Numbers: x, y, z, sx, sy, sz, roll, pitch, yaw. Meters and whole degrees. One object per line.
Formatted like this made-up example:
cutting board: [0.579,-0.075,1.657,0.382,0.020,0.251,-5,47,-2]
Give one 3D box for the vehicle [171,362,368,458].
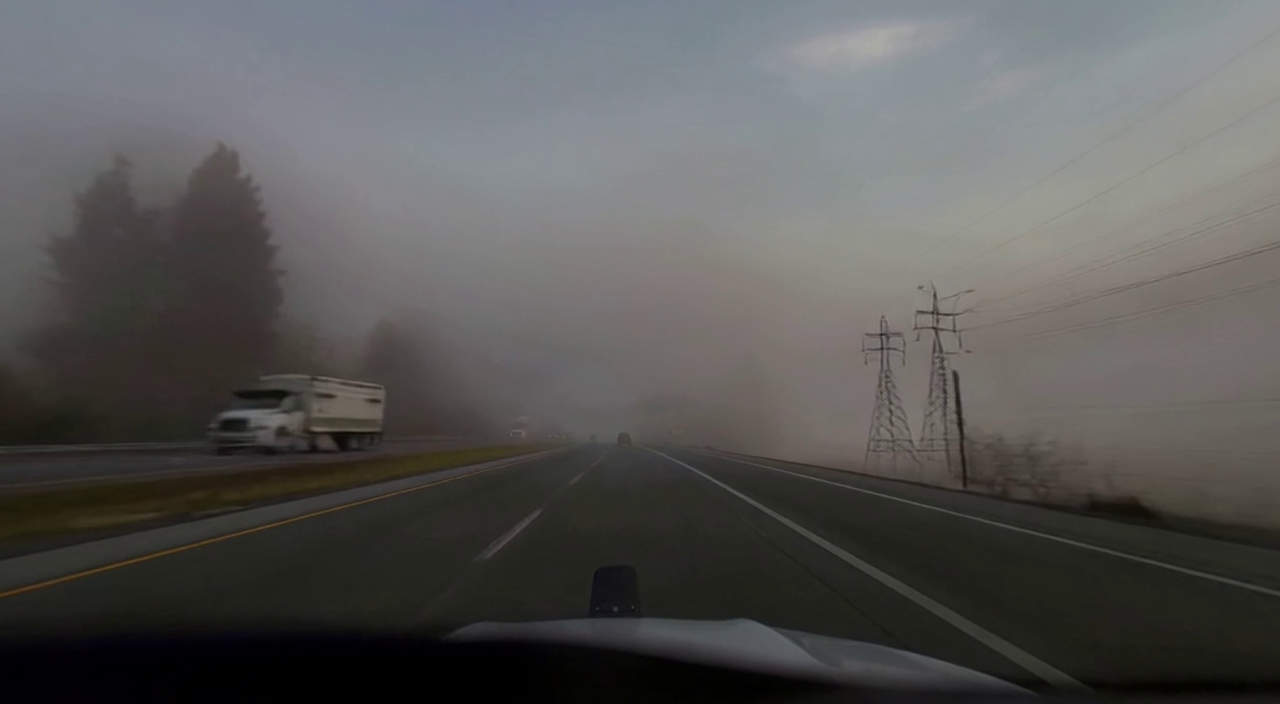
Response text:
vehicle: [-12.834,2.241,22.818,2.850,2.925,7.109,0,-8,-1]
